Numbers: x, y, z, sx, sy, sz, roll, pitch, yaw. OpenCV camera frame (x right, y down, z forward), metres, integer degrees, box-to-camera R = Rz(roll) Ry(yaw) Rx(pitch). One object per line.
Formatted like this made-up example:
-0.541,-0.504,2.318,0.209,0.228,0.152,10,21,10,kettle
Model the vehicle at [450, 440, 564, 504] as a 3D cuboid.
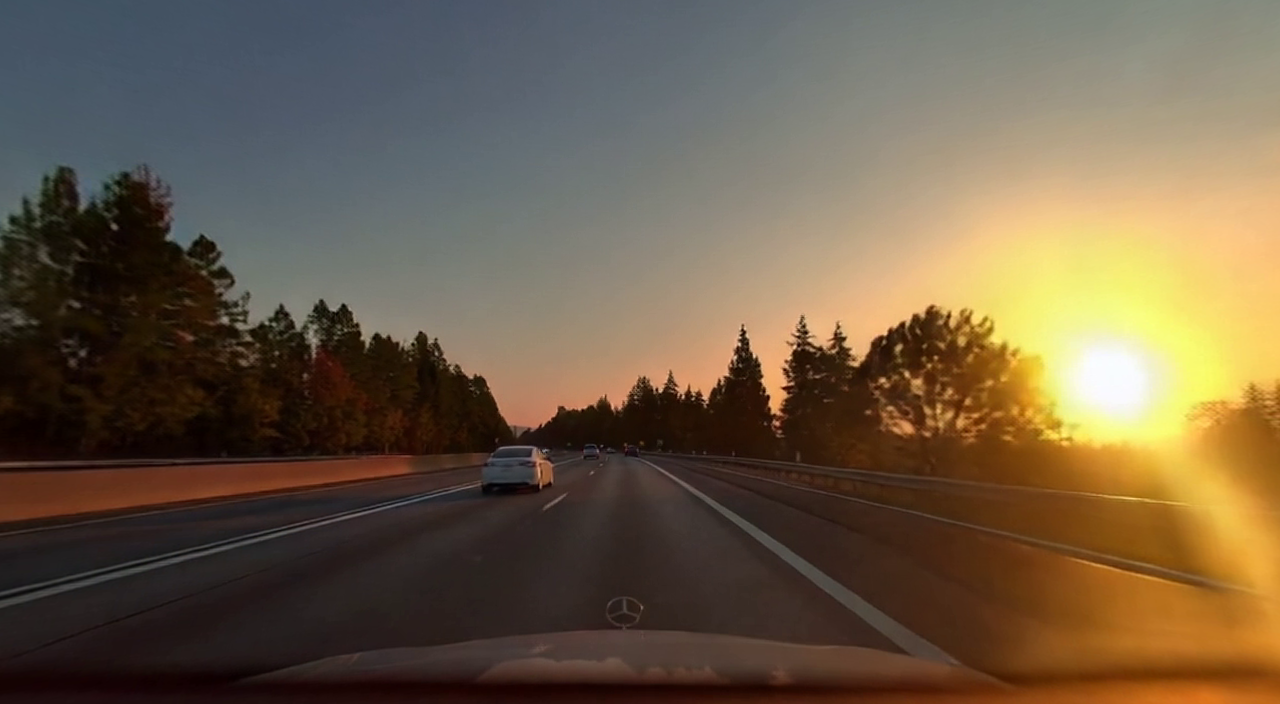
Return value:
-3.620,3.379,18.239,2.184,1.574,5.004,0,-9,0,vehicle
